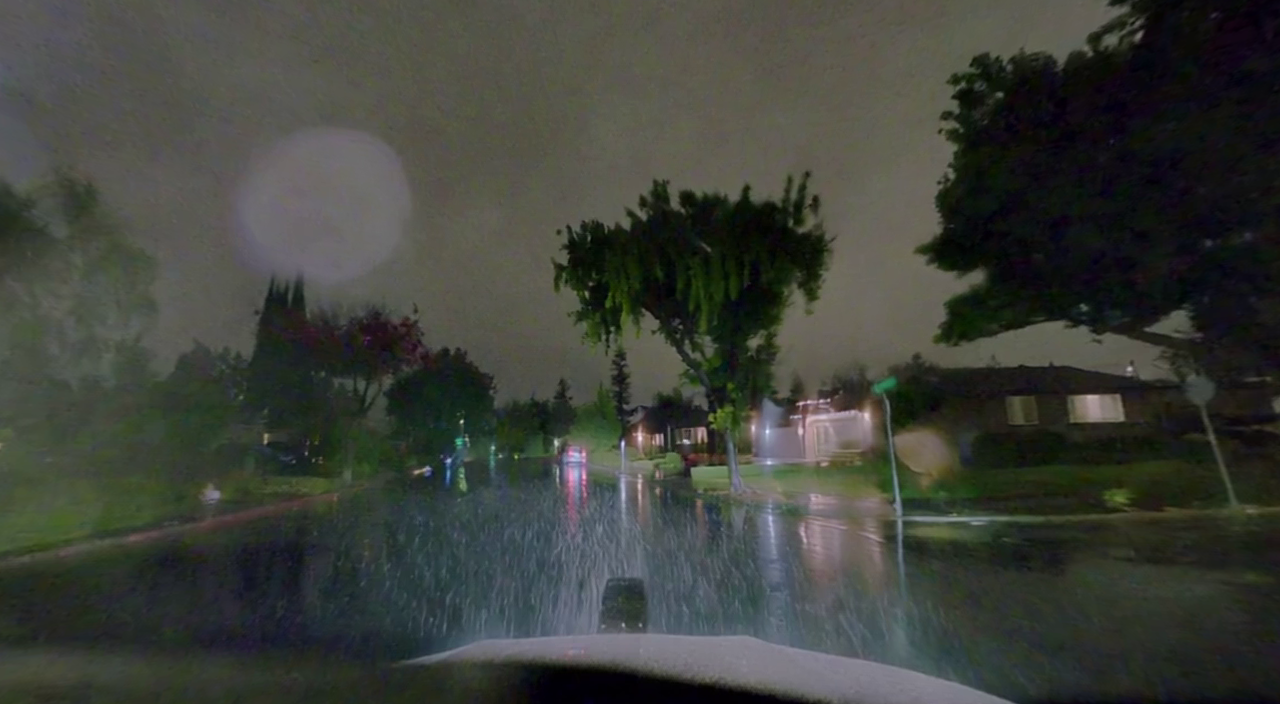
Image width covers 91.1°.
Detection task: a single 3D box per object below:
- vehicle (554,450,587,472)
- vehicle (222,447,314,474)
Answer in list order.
[{"bbox_3d":[-5.187,7.964,46.170,2.088,1.429,4.796,1,-9,-10],"label":"vehicle"},{"bbox_3d":[-22.486,6.574,38.073,4.344,1.483,1.928,0,-8,-6],"label":"vehicle"}]
